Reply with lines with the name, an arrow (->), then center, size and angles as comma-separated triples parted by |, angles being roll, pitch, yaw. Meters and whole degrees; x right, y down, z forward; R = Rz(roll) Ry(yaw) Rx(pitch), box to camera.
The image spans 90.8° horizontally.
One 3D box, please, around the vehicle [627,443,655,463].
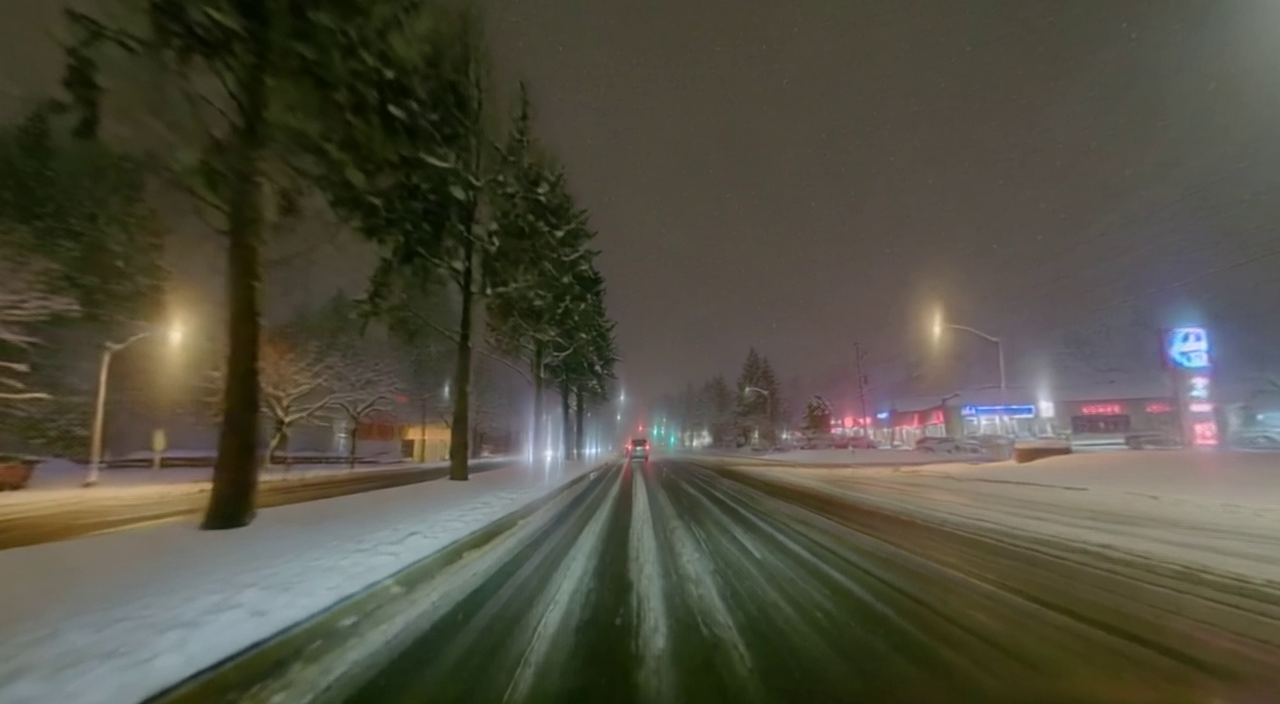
vehicle -> 0.038, 7.942, 49.909 | 2.159, 1.461, 4.142 | 0, -8, -1
